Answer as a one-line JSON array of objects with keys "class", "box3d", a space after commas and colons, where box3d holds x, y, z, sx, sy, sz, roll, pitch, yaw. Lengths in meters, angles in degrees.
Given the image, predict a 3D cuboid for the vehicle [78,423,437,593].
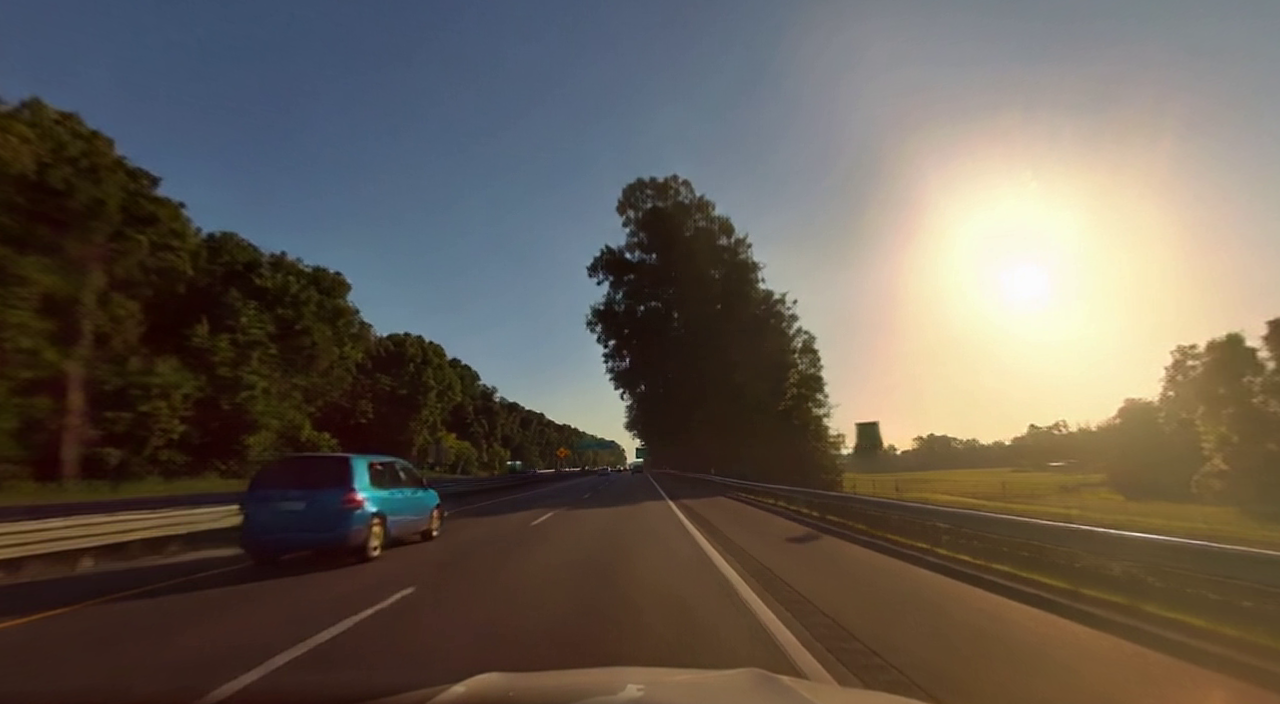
[{"class": "vehicle", "box3d": [-4.466, 1.924, 8.402, 2.042, 1.629, 4.276, 1, -10, 0]}]
